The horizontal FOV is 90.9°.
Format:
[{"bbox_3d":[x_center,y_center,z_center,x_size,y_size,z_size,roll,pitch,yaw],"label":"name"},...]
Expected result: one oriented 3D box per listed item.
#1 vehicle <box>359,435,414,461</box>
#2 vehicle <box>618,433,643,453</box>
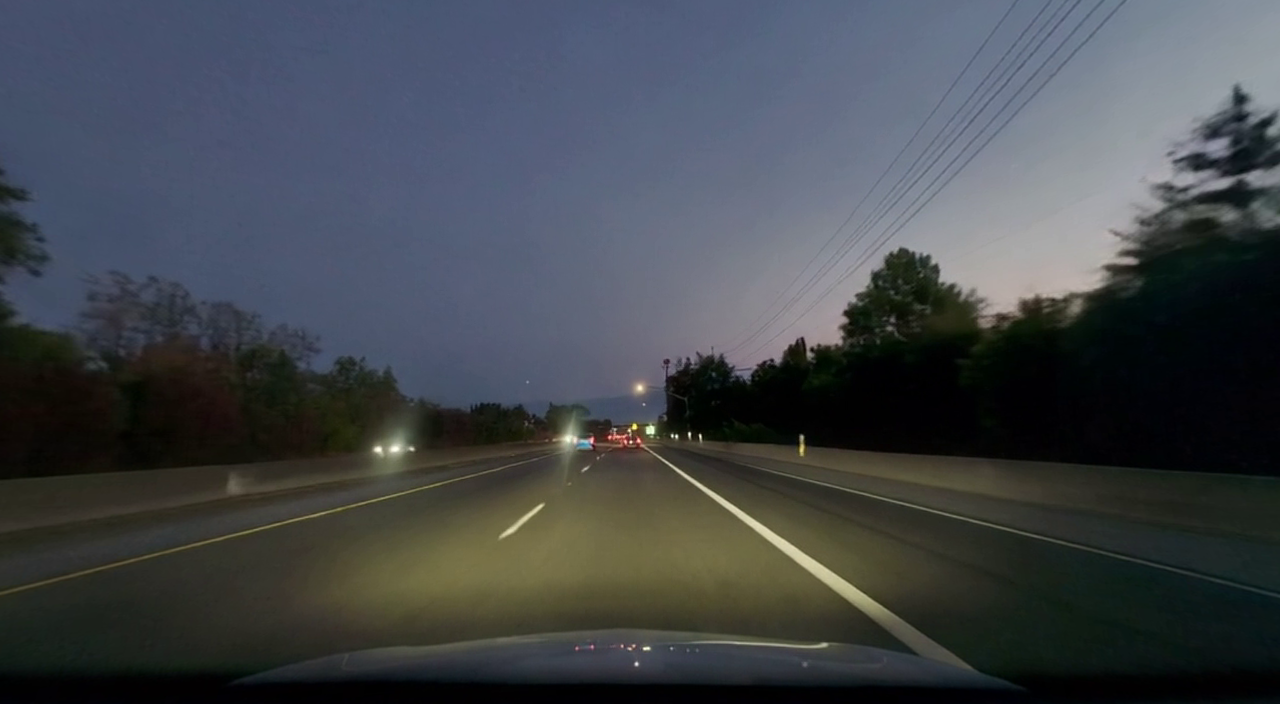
[{"bbox_3d":[-17.749,6.737,44.374,1.963,1.688,4.677,0,-8,0],"label":"vehicle"},{"bbox_3d":[-0.781,7.095,49.090,1.890,1.472,3.716,0,-8,-2],"label":"vehicle"}]
